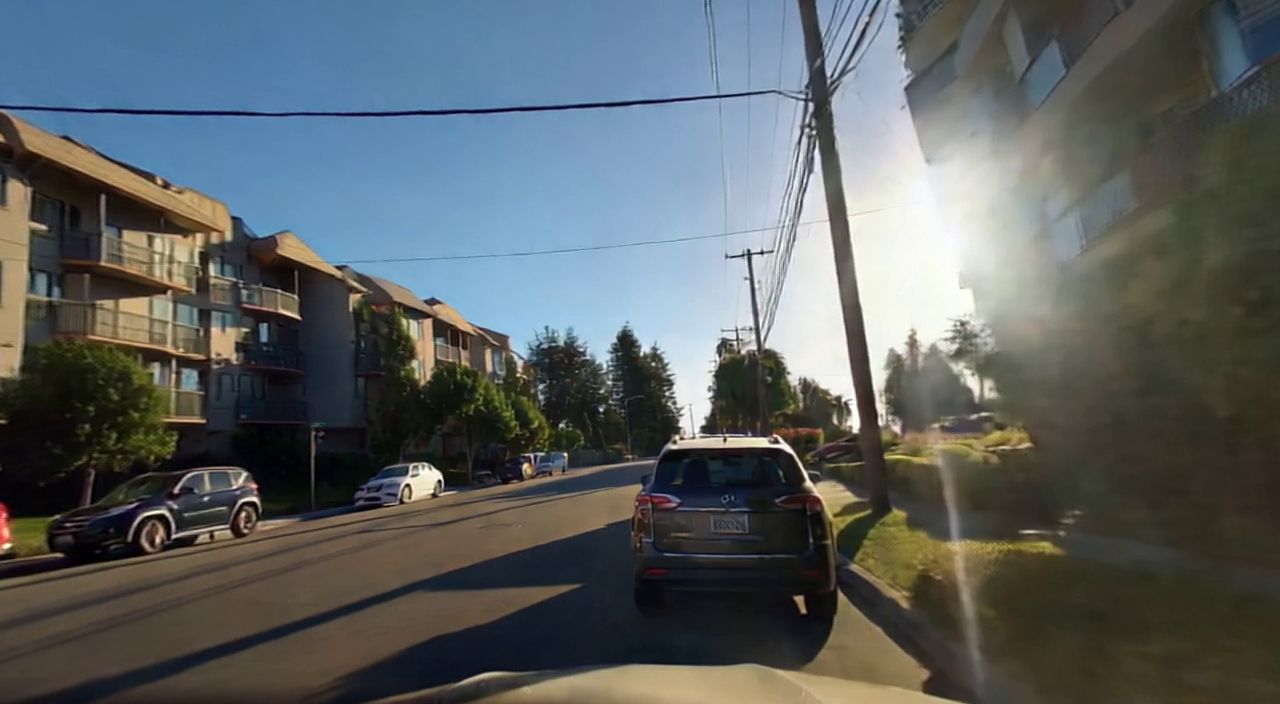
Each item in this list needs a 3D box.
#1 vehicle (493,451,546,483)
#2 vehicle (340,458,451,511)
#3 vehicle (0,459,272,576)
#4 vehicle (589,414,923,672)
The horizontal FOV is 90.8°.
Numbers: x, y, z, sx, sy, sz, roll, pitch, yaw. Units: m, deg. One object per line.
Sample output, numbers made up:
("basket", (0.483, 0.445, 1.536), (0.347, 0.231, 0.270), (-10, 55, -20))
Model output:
("vehicle", (-7.519, 7.212, 39.893), (2.011, 1.801, 4.676), (-1, -8, 6))
("vehicle", (-9.393, 5.084, 24.723), (2.017, 1.582, 4.664), (-8, -10, 6))
("vehicle", (-10.131, 3.234, 13.119), (2.068, 1.745, 4.579), (-8, -10, 3))
("vehicle", (0.965, 1.514, 6.314), (2.030, 1.535, 4.683), (-1, -8, 7))
